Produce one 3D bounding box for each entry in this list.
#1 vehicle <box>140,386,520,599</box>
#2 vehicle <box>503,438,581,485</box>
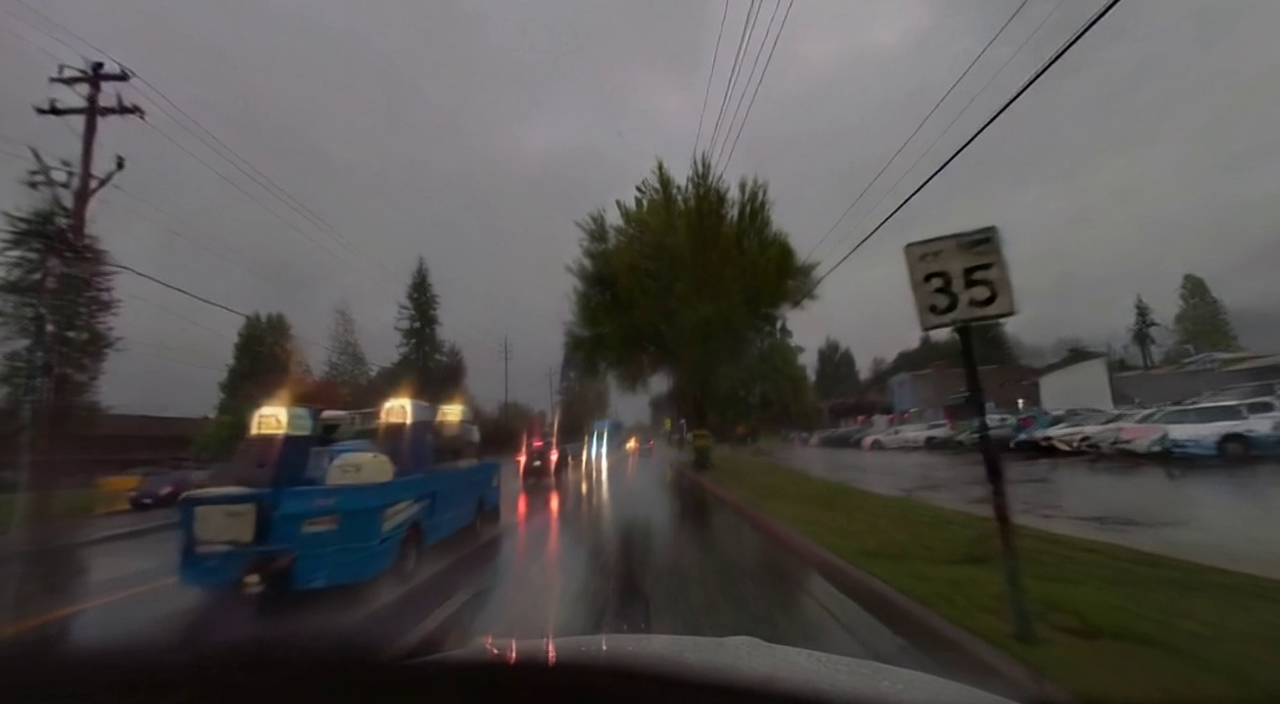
[{"bbox_3d":[-3.149,1.583,8.026,2.180,1.818,5.117,0,-8,1],"label":"vehicle"},{"bbox_3d":[-3.323,3.802,22.209,1.998,1.466,4.124,0,-8,1],"label":"vehicle"}]
